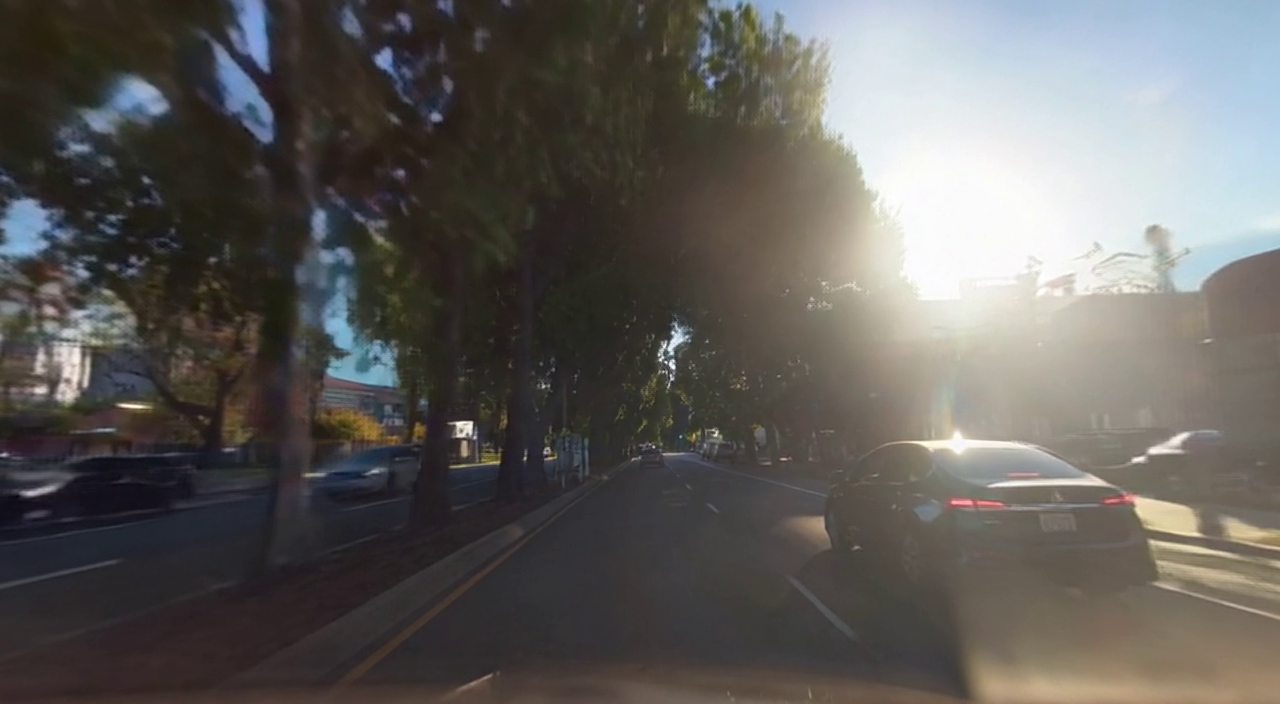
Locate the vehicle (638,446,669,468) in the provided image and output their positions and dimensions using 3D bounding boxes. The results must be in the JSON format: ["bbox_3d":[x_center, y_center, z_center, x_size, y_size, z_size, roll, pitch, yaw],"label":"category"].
[{"bbox_3d":[0.859,6.857,41.433,1.945,1.343,3.827,0,-8,0],"label":"vehicle"}]

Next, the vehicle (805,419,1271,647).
[{"bbox_3d":[3.204,1.514,6.306,1.989,1.498,4.050,0,-8,0],"label":"vehicle"}]

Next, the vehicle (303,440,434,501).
[{"bbox_3d":[-8.208,3.585,19.602,2.013,1.637,4.479,-1,-8,1],"label":"vehicle"}]

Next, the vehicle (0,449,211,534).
[{"bbox_3d":[-12.022,3.015,14.149,1.869,1.529,4.355,-2,-9,-3],"label":"vehicle"}]
